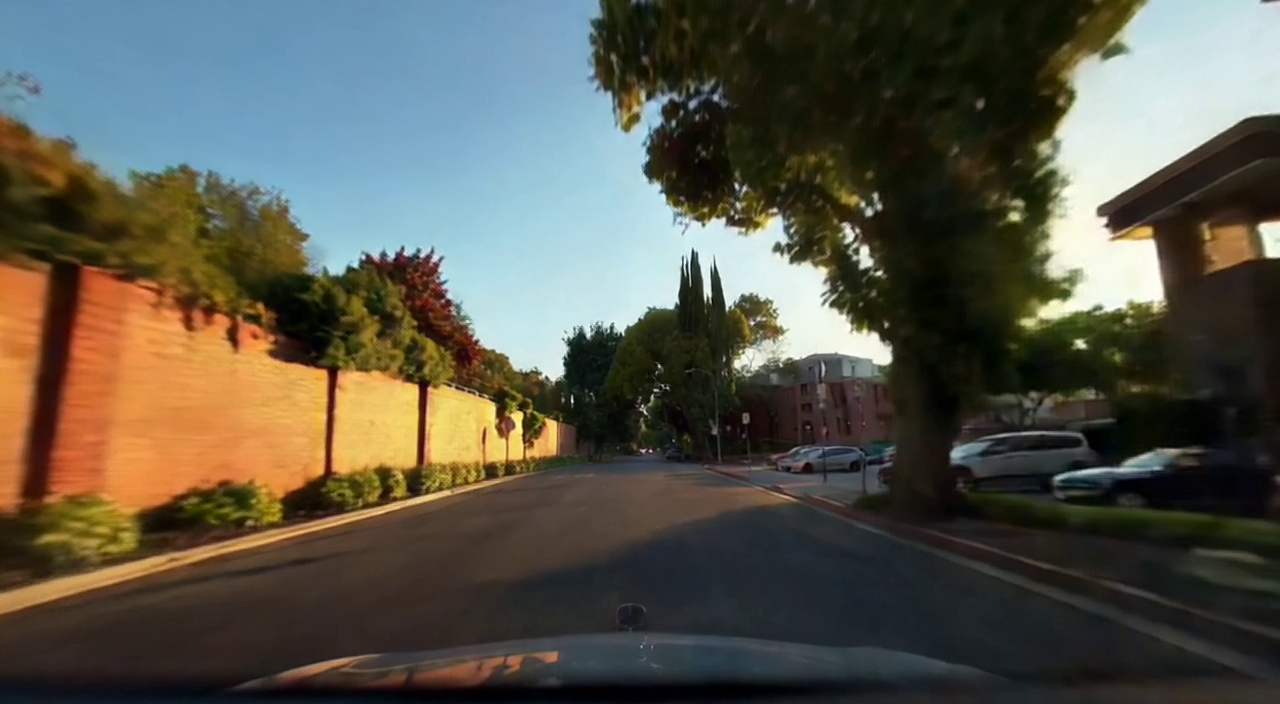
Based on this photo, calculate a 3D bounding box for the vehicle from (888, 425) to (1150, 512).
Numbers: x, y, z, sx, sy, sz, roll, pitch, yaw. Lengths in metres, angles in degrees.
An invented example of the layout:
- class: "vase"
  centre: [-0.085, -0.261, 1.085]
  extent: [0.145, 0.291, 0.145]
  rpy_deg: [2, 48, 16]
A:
- class: "vehicle"
  centre: [10.036, 3.101, 17.181]
  extent: [5.544, 2.115, 2.380]
  rpy_deg: [0, -8, 2]

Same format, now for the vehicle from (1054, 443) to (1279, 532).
- class: "vehicle"
  centre: [11.008, 2.510, 12.040]
  extent: [4.617, 1.501, 2.151]
  rpy_deg: [-1, -9, 1]

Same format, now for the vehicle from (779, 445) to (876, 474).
- class: "vehicle"
  centre: [9.682, 5.586, 32.755]
  extent: [4.309, 1.442, 2.145]
  rpy_deg: [0, -10, -1]
